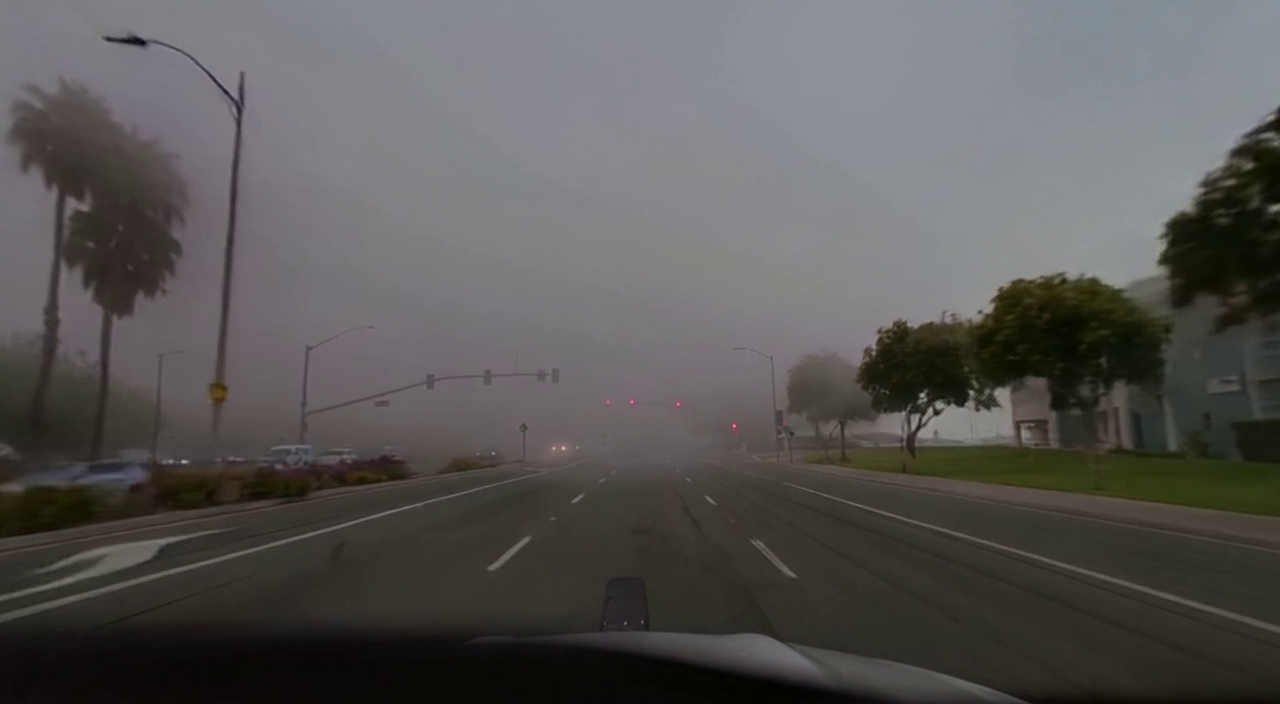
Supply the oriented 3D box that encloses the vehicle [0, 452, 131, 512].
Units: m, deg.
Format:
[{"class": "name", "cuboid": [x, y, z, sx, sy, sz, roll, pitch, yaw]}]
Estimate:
[{"class": "vehicle", "cuboid": [-17.560, 3.682, 18.200, 1.928, 1.478, 4.403, 0, -8, 1]}]
